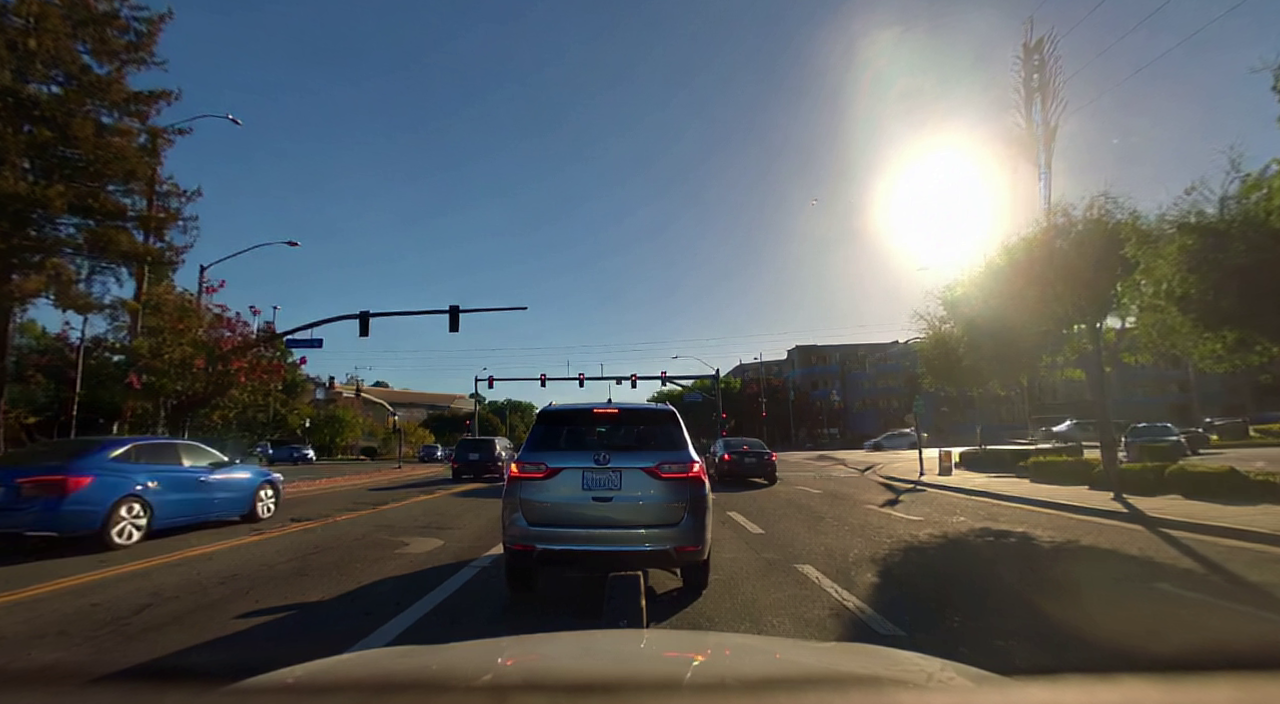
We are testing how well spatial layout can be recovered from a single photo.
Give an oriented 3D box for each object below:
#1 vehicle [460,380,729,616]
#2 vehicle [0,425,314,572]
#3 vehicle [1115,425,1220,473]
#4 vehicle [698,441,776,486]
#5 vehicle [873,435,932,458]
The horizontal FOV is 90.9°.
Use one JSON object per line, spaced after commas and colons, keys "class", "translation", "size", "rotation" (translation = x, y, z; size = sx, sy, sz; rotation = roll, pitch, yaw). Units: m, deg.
{"class": "vehicle", "translation": [-0.342, 1.440, 7.094], "size": [2.064, 1.817, 4.298], "rotation": [0, -8, 0]}
{"class": "vehicle", "translation": [-6.996, 1.856, 8.934], "size": [2.060, 1.473, 4.950], "rotation": [0, -8, 0]}
{"class": "vehicle", "translation": [19.246, 3.512, 22.938], "size": [4.215, 1.578, 1.892], "rotation": [7, -11, -37]}
{"class": "vehicle", "translation": [3.314, 3.904, 22.386], "size": [2.104, 1.441, 4.240], "rotation": [0, -8, 1]}
{"class": "vehicle", "translation": [20.004, 7.199, 47.930], "size": [4.361, 1.653, 2.034], "rotation": [6, -10, -35]}
